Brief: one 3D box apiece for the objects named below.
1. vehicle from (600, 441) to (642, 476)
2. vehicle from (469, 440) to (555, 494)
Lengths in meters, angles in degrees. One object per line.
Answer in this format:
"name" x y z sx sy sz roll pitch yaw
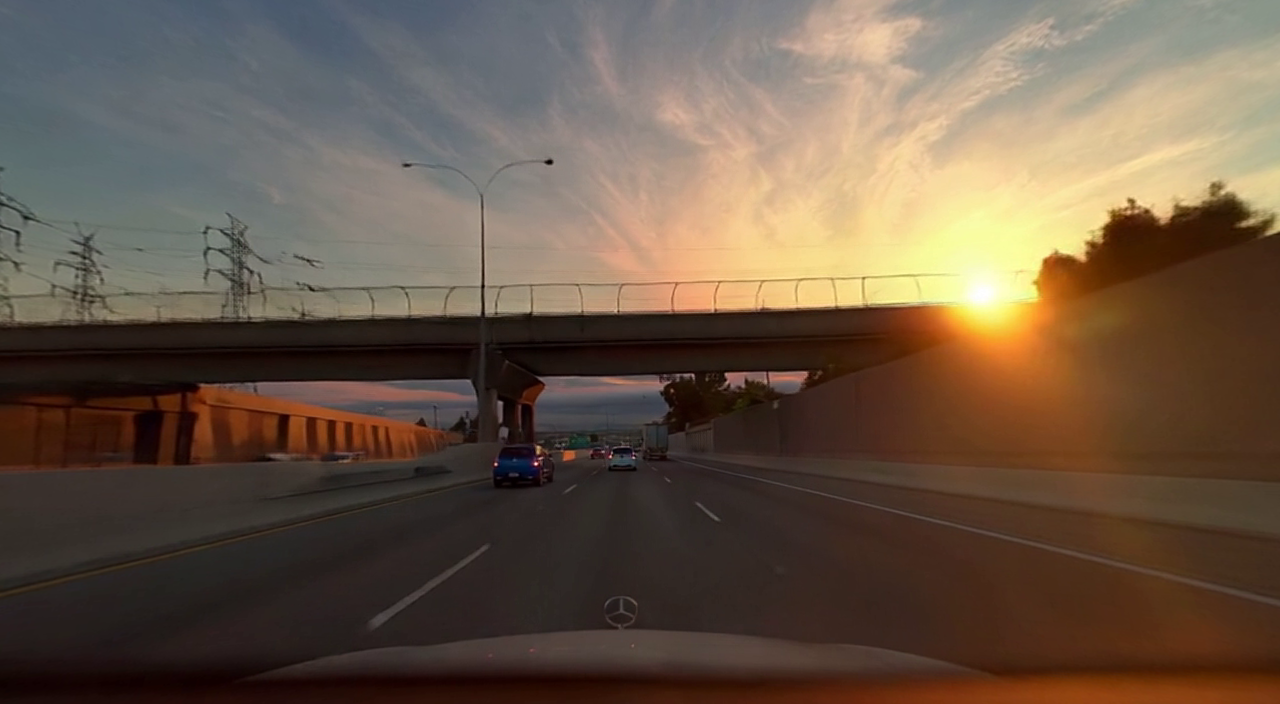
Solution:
"vehicle" -0.941 5.456 32.295 2.004 1.615 4.113 0 -9 -1
"vehicle" -4.060 3.713 20.535 1.987 1.548 3.981 0 -9 0
